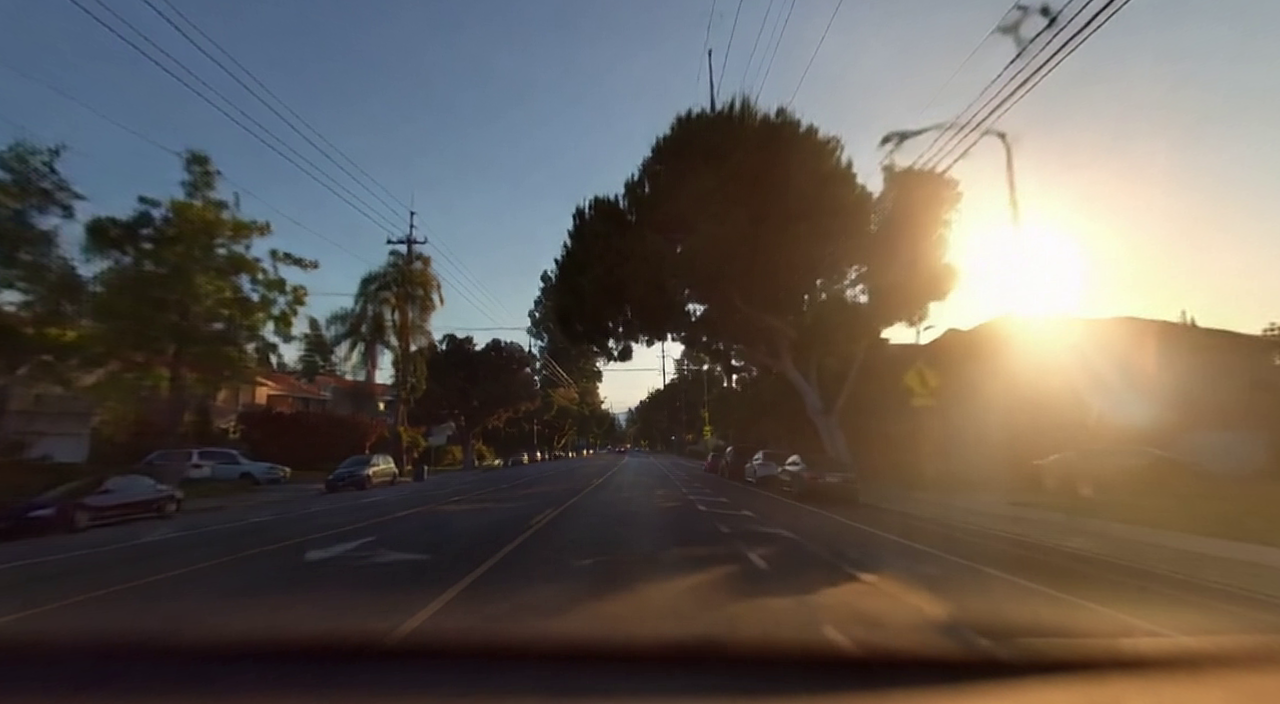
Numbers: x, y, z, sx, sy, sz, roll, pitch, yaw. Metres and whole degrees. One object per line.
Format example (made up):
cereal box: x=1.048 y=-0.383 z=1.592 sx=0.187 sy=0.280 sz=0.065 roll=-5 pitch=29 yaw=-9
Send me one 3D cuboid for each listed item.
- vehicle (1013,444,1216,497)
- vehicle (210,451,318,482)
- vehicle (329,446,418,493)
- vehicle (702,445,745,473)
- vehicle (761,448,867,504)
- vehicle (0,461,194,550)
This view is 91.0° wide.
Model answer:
vehicle: x=12.766 y=3.183 z=17.158 sx=3.983 sy=1.332 sz=1.812 roll=0 pitch=-9 yaw=3
vehicle: x=-20.764 y=6.324 z=34.902 sx=4.601 sy=1.613 sz=2.030 roll=0 pitch=-9 yaw=-1
vehicle: x=-12.085 y=5.323 z=28.947 sx=2.116 sy=1.875 sz=4.675 roll=-3 pitch=-9 yaw=0
vehicle: x=5.151 y=6.670 z=39.494 sx=2.009 sy=1.649 sz=5.156 roll=0 pitch=-9 yaw=0
vehicle: x=5.049 y=3.639 z=18.930 sx=1.924 sy=1.471 sz=4.259 roll=0 pitch=-9 yaw=-1
vehicle: x=-12.150 y=3.157 z=13.498 sx=1.877 sy=1.474 sz=4.419 roll=-2 pitch=-9 yaw=1
